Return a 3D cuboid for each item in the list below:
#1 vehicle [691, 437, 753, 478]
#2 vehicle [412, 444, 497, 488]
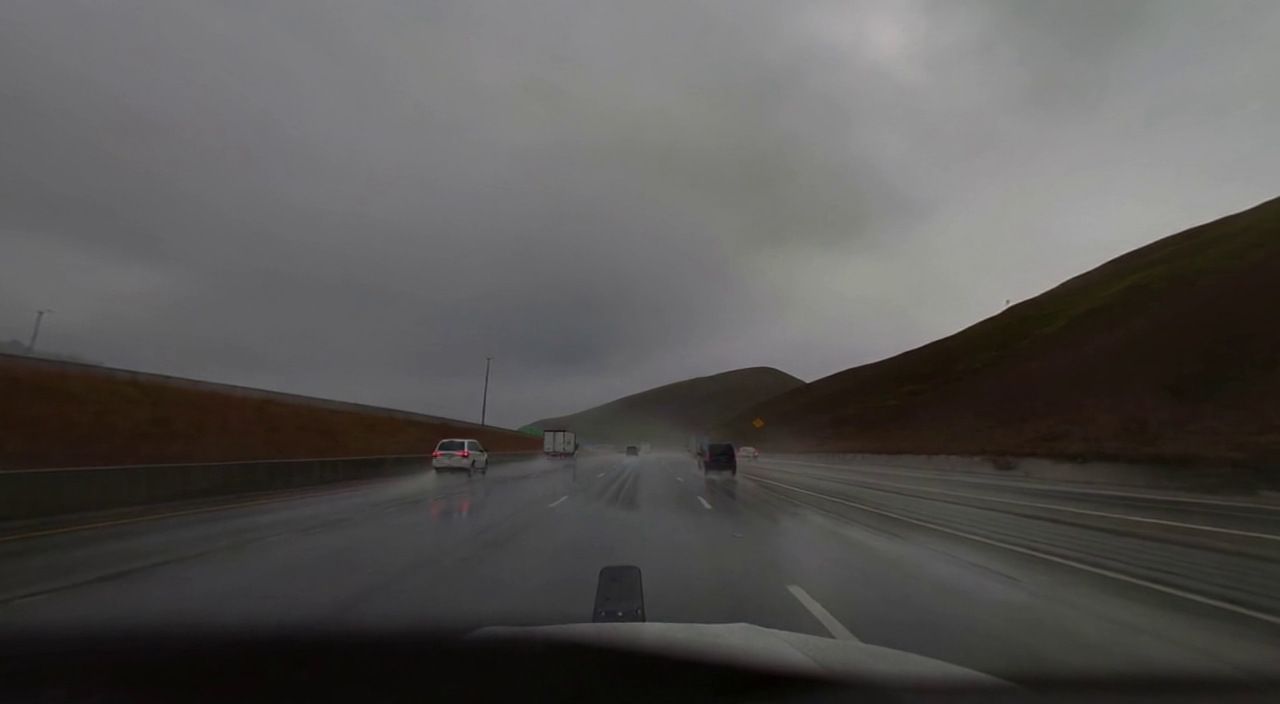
[{"bbox_3d":[3.781,5.003,29.981,2.231,1.789,4.700,0,-9,-1],"label":"vehicle"},{"bbox_3d":[-7.296,4.516,25.296,1.935,1.550,4.883,0,-9,0],"label":"vehicle"}]
